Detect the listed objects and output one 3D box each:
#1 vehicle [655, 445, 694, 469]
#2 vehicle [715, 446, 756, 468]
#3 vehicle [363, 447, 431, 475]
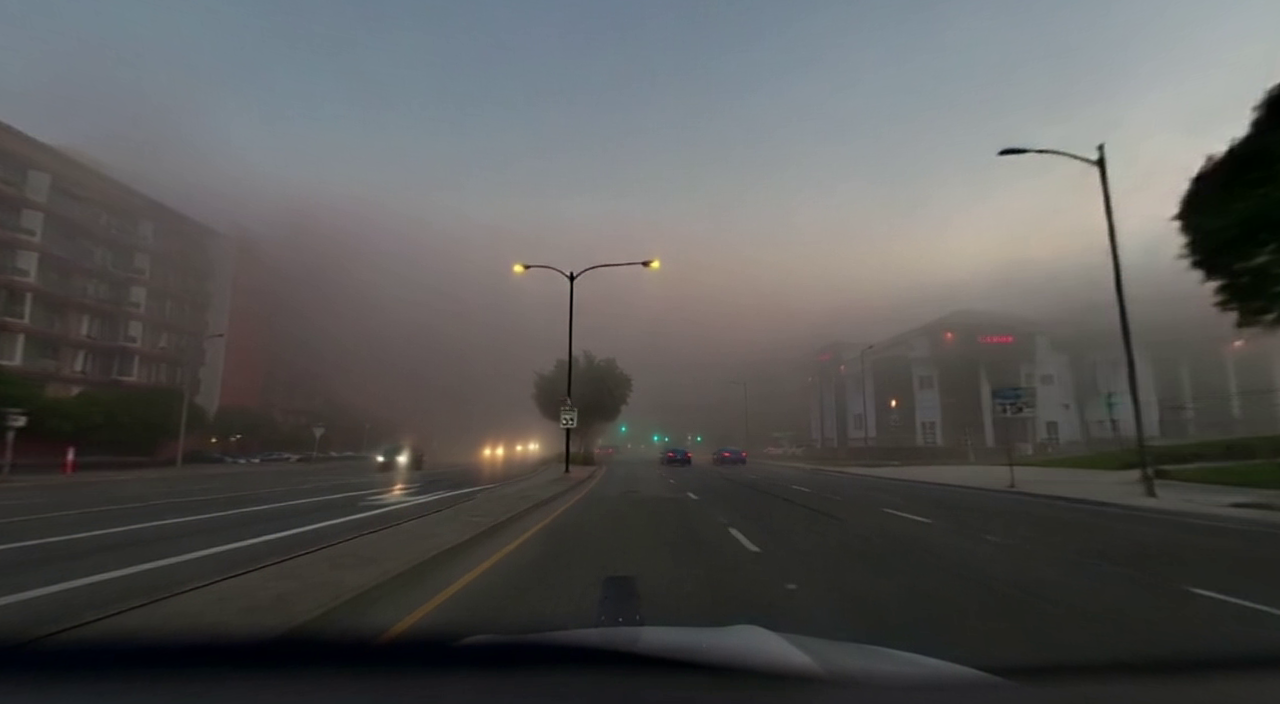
[{"bbox_3d":[2.193,6.879,41.603,2.020,1.479,4.650,1,-9,-4],"label":"vehicle"},{"bbox_3d":[6.432,7.115,43.085,1.932,1.439,4.159,0,-9,-3],"label":"vehicle"},{"bbox_3d":[-13.449,6.041,35.267,1.946,1.441,4.661,0,-9,0],"label":"vehicle"}]
